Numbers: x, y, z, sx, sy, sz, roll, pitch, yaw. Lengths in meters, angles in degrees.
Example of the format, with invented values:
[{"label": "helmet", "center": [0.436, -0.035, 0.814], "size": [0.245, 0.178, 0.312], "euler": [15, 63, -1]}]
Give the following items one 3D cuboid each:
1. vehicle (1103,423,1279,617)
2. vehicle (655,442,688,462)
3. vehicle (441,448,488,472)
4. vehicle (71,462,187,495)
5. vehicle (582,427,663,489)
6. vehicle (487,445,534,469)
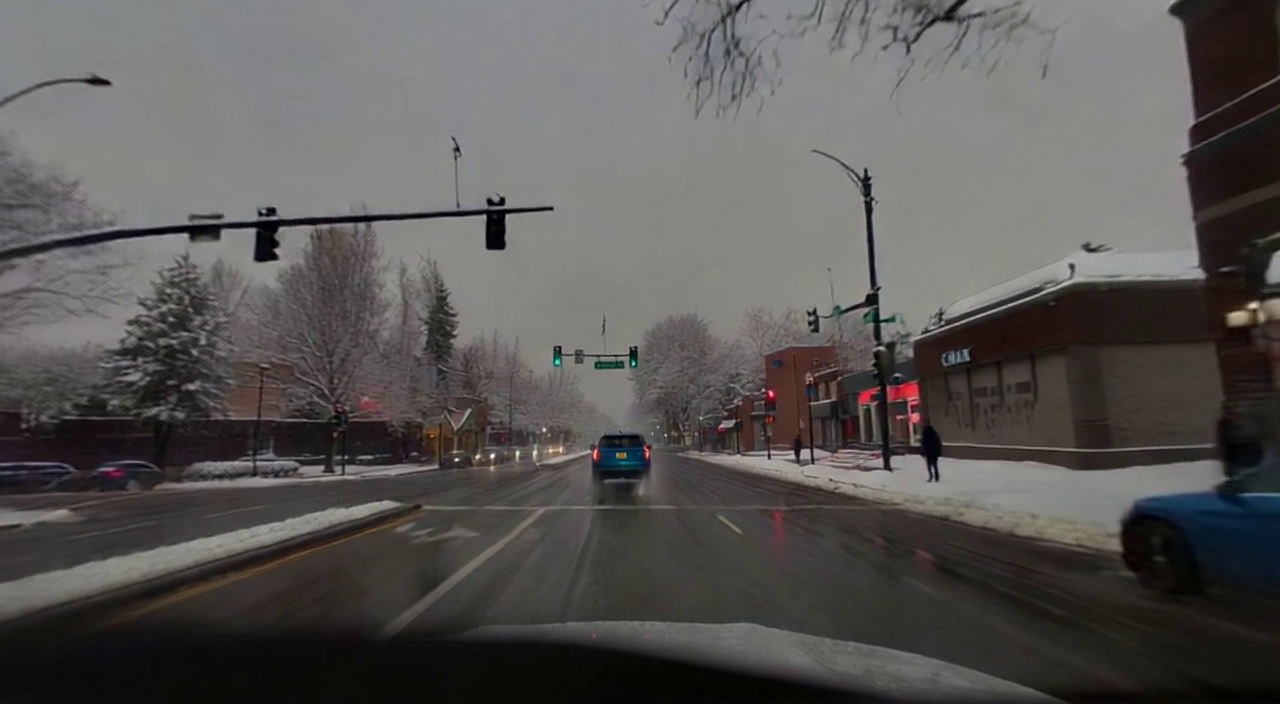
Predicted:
[{"label": "vehicle", "center": [6.052, 1.272, 4.653], "size": [1.986, 1.515, 4.265], "euler": [0, -8, -1]}, {"label": "vehicle", "center": [2.343, 7.687, 48.695], "size": [2.209, 1.478, 4.138], "euler": [0, -8, -2]}, {"label": "vehicle", "center": [-11.932, 7.355, 43.147], "size": [1.972, 1.475, 4.381], "euler": [0, -8, 0]}, {"label": "vehicle", "center": [-26.139, 6.467, 32.398], "size": [4.317, 1.524, 1.809], "euler": [0, -8, -1]}, {"label": "vehicle", "center": [-0.549, 3.465, 20.902], "size": [2.382, 1.796, 4.610], "euler": [0, -8, -1]}, {"label": "vehicle", "center": [-8.470, 6.904, 41.732], "size": [2.152, 1.468, 4.737], "euler": [0, -8, 0]}]
